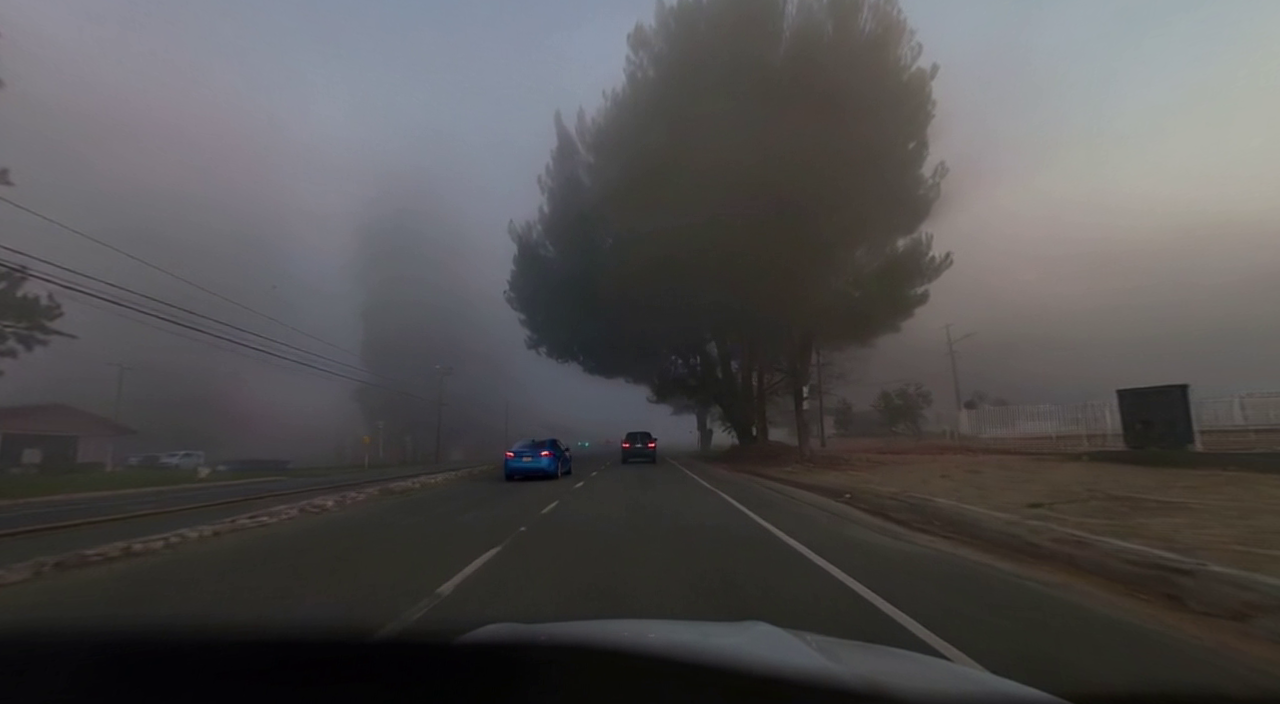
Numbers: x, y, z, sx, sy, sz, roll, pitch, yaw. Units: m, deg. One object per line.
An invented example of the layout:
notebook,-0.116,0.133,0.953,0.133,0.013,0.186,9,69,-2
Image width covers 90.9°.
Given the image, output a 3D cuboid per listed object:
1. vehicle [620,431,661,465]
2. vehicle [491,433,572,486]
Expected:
vehicle,0.021,5.411,35.690,2.213,1.778,4.107,0,-8,0
vehicle,-3.626,3.669,21.839,1.914,1.630,4.351,0,-8,1
